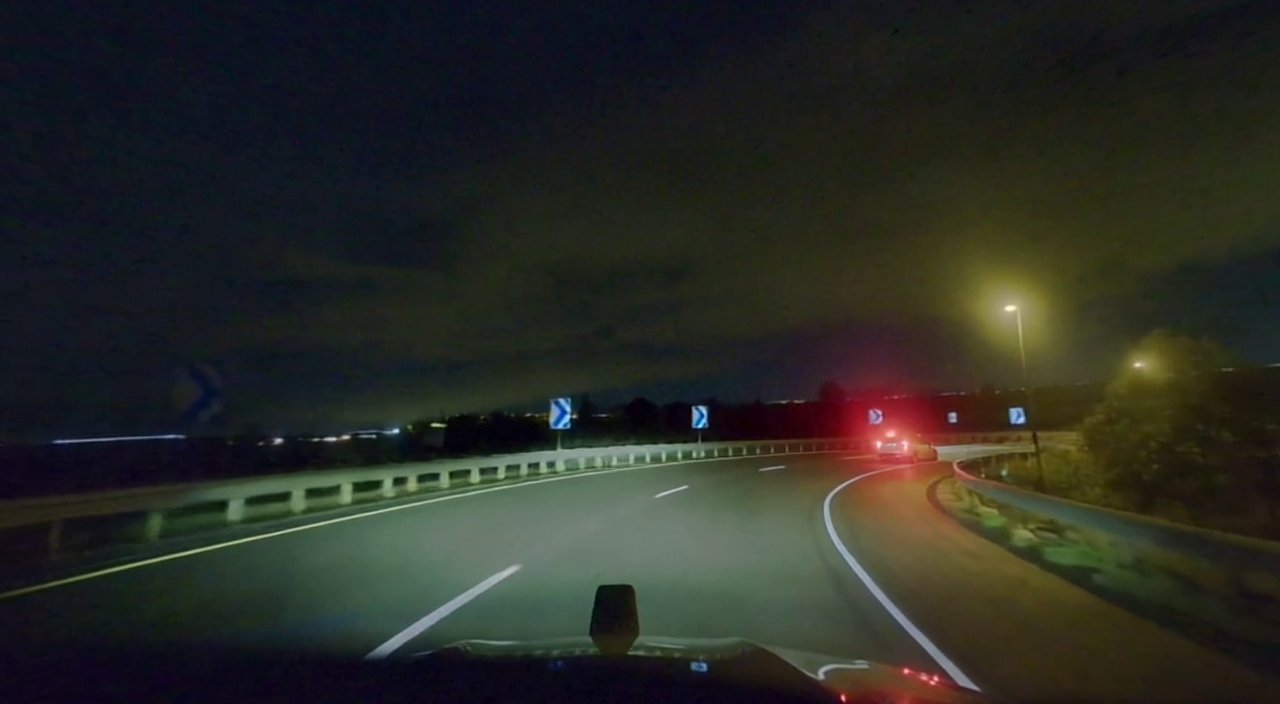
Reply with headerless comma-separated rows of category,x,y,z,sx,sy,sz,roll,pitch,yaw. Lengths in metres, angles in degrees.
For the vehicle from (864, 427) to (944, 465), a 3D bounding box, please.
vehicle,11.725,4.121,27.804,2.028,1.440,3.970,-3,-8,42
